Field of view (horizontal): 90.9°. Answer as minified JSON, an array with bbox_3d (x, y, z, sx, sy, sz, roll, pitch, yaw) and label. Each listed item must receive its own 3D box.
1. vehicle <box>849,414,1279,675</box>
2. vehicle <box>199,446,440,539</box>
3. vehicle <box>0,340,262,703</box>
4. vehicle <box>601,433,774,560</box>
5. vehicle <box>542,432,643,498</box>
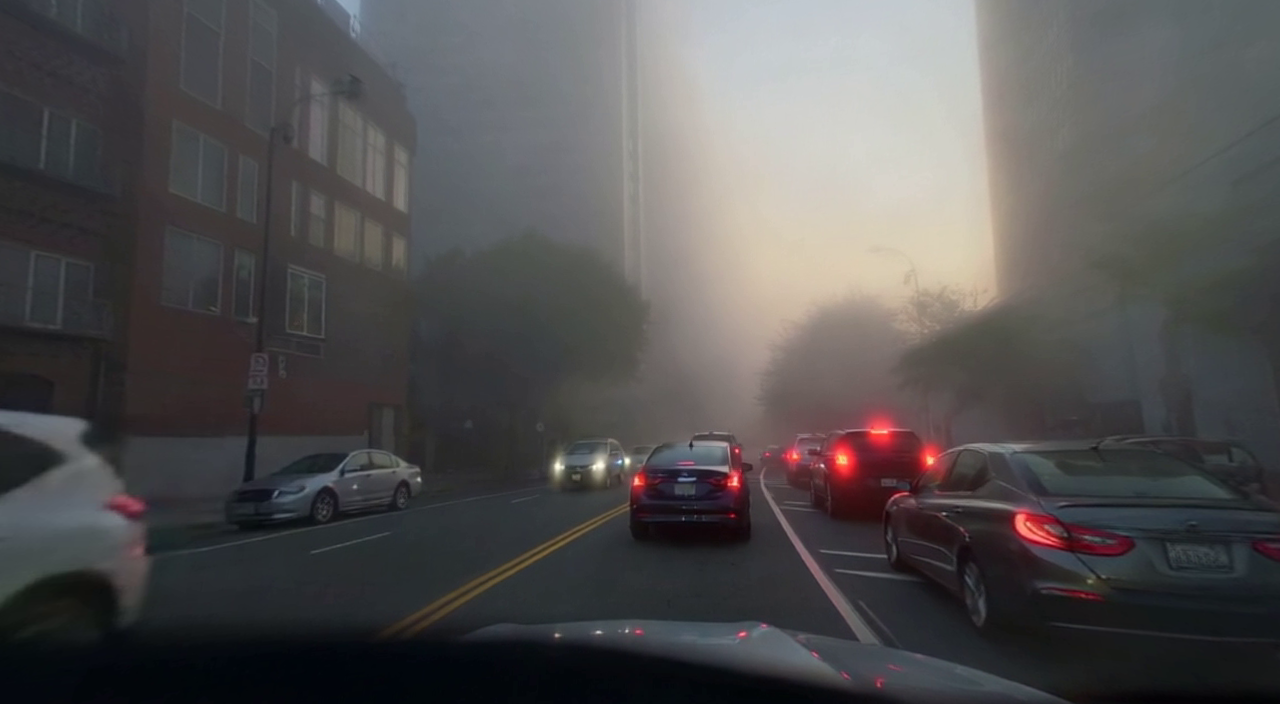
[{"bbox_3d":[3.391,1.441,5.889,1.982,1.510,4.144,-1,-9,8],"label":"vehicle"},{"bbox_3d":[-6.074,2.646,12.687,1.928,1.503,4.322,-2,-9,13],"label":"vehicle"},{"bbox_3d":[-3.535,0.712,1.616,2.030,1.730,4.453,-1,-8,6],"label":"vehicle"},{"bbox_3d":[0.790,1.983,9.391,2.031,1.461,3.763,-1,-8,8],"label":"vehicle"},{"bbox_3d":[-1.293,3.407,19.505,2.102,1.771,4.599,-1,-9,9],"label":"vehicle"}]
